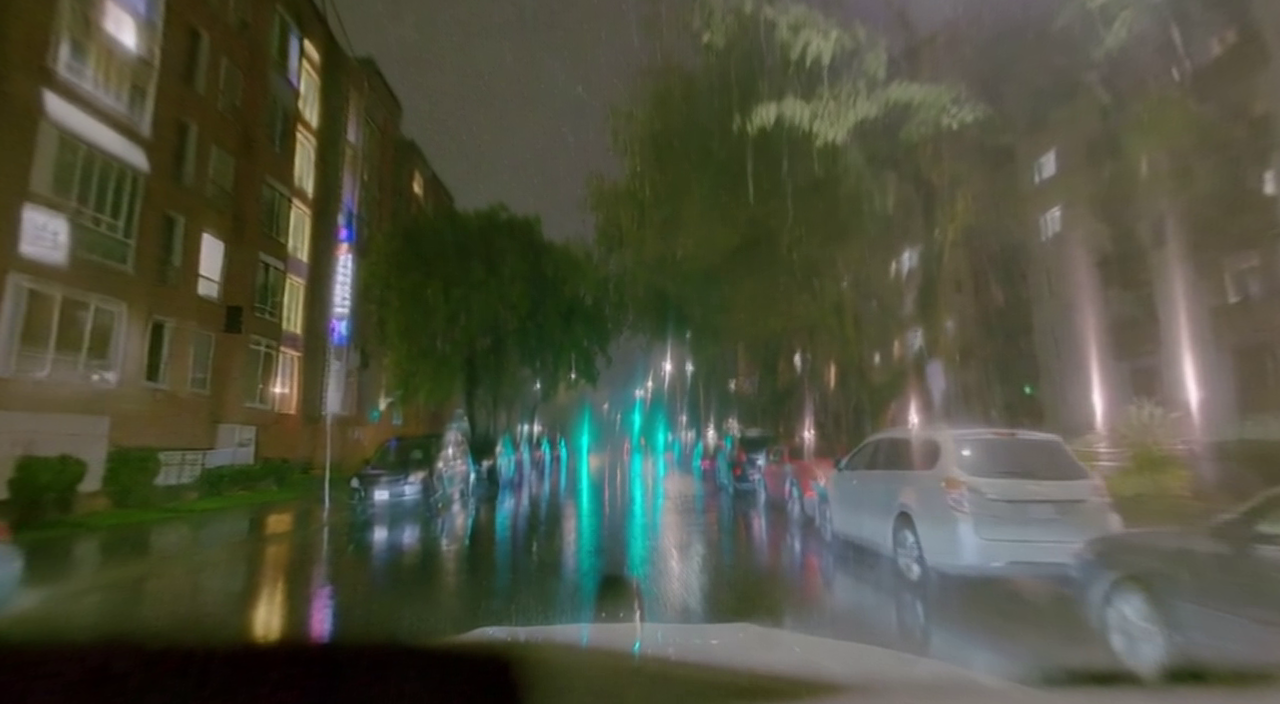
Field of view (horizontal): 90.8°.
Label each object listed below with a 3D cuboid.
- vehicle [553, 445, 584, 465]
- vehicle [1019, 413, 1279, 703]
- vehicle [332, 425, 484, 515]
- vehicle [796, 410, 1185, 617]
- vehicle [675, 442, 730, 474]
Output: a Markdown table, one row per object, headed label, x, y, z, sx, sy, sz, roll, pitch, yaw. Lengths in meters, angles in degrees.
| label | x | y | z | sx | sy | sz | roll | pitch | yaw |
| --- | --- | --- | --- | --- | --- | --- | --- | --- | --- |
| vehicle | -5.618 | 8.120 | 49.988 | 2.049 | 1.496 | 4.598 | -1 | -8 | -2 |
| vehicle | 3.609 | 0.917 | 2.022 | 1.886 | 1.493 | 4.646 | 0 | -9 | 0 |
| vehicle | -5.462 | 2.837 | 15.692 | 2.069 | 1.881 | 4.697 | 0 | -9 | -2 |
| vehicle | 3.438 | 1.658 | 7.496 | 1.964 | 1.646 | 4.543 | 1 | -9 | -1 |
| vehicle | 3.150 | 5.446 | 32.680 | 2.007 | 1.545 | 4.562 | 1 | -9 | -5 |
